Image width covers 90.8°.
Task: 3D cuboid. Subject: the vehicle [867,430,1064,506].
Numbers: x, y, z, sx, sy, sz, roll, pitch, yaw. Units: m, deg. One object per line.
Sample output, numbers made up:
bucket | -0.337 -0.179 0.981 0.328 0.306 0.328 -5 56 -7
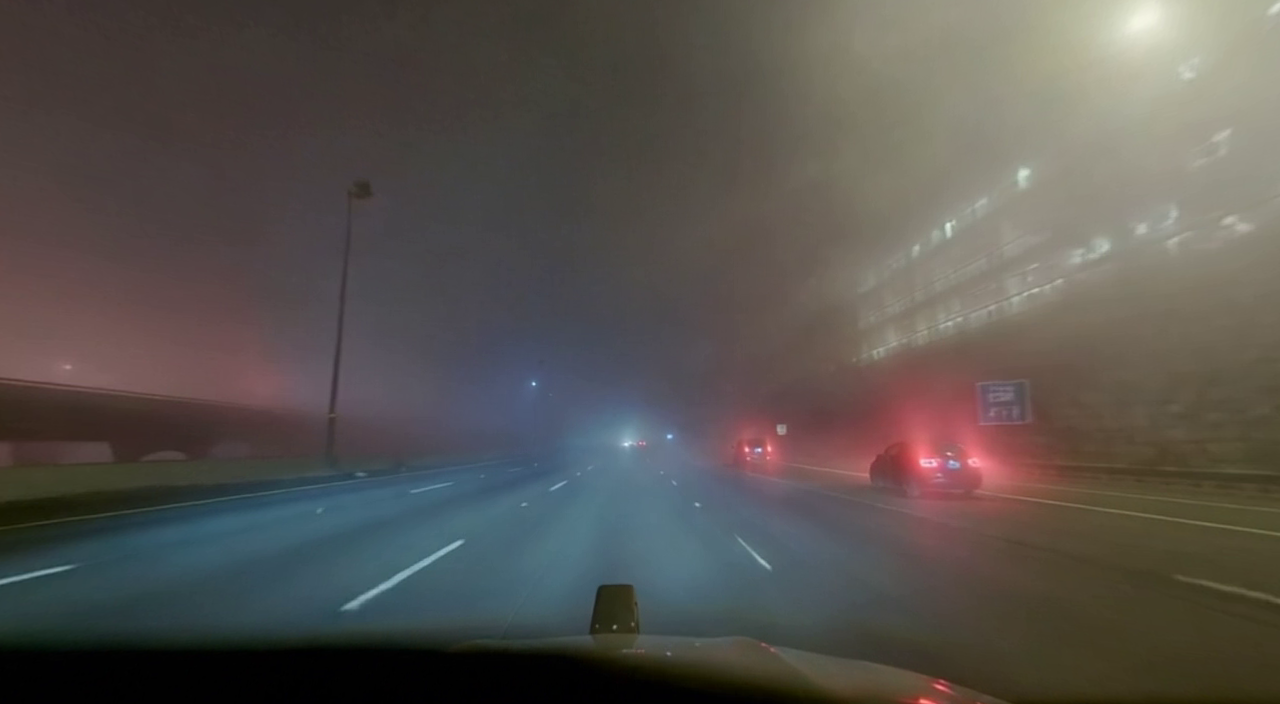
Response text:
vehicle | 8.026 2.904 16.372 2.165 1.636 5.175 1 -8 -3
